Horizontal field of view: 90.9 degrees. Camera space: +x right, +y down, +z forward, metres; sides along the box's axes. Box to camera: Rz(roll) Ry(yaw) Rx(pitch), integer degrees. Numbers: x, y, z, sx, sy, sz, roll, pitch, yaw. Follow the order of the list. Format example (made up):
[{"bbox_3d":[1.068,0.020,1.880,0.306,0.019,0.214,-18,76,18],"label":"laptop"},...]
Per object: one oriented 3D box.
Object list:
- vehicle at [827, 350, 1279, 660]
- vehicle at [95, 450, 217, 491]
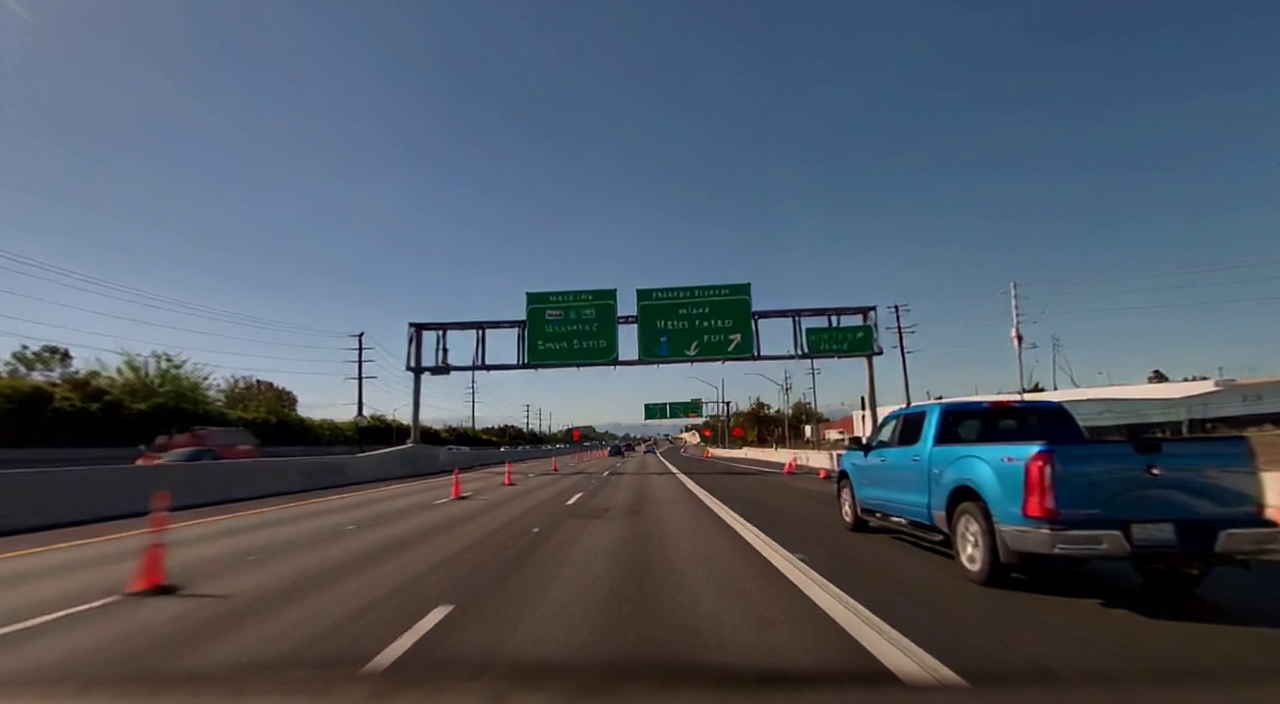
[{"bbox_3d":[3.817,1.275,6.457,2.186,1.840,5.289,0,-8,0],"label":"vehicle"},{"bbox_3d":[-24.014,5.850,31.608,1.932,1.767,5.179,0,-8,1],"label":"vehicle"}]
